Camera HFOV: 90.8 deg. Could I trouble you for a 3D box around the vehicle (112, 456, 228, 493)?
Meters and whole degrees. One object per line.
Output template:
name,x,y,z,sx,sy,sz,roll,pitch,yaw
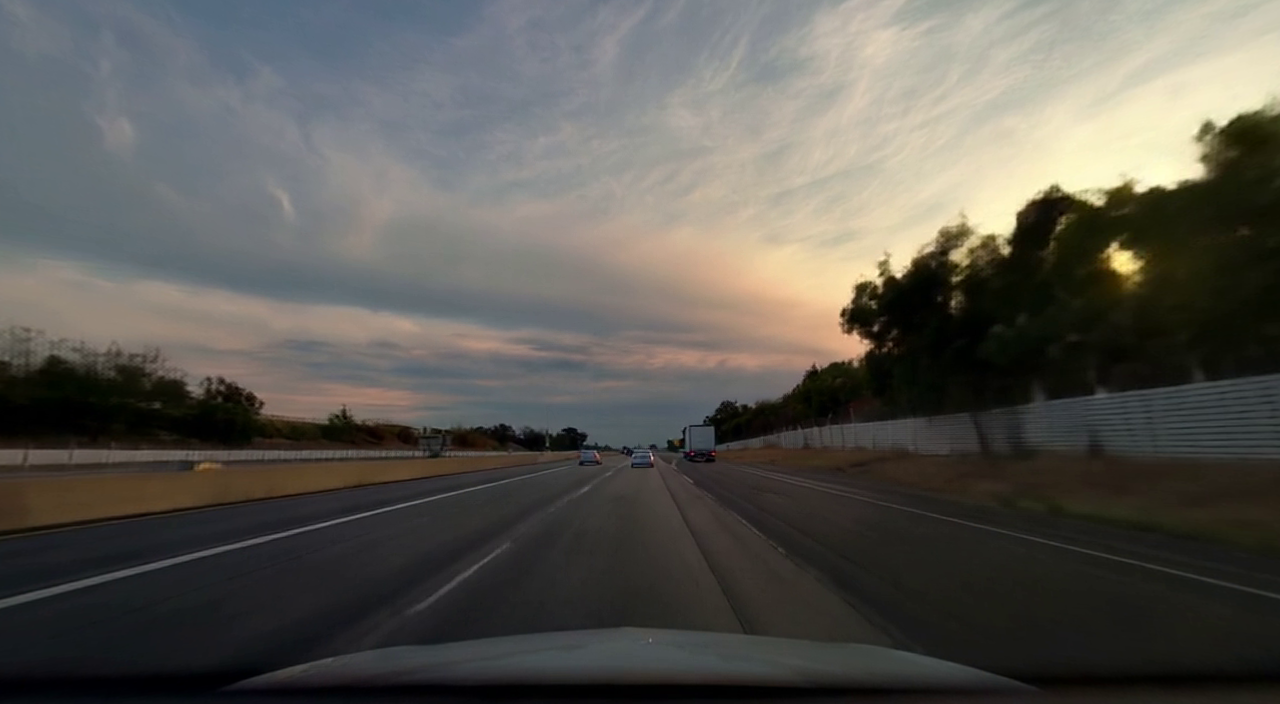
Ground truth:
vehicle,-23.869,6.199,32.353,1.976,1.631,5.170,0,-9,0
